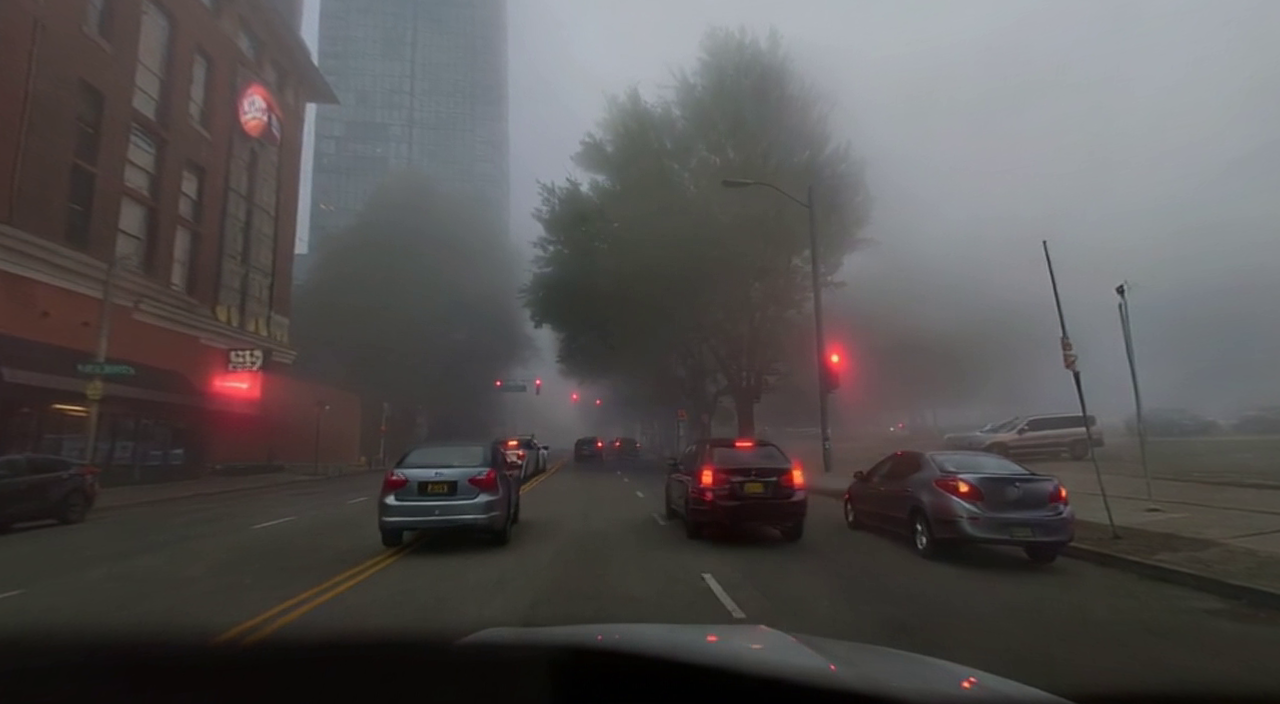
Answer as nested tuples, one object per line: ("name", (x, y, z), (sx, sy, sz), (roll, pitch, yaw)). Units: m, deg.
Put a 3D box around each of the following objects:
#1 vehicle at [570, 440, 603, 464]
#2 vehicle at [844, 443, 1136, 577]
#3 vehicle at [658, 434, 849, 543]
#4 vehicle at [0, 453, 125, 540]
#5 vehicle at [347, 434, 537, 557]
("vehicle", (-3.620, 6.674, 42.263), (2.102, 1.521, 4.078), (1, -8, -5))
("vehicle", (4.815, 2.170, 9.481), (1.986, 1.555, 3.879), (0, -8, -3))
("vehicle", (1.635, 2.206, 10.951), (2.150, 1.464, 4.467), (1, -8, -5))
("vehicle", (-14.055, 3.098, 13.800), (2.000, 1.708, 4.494), (1, -8, -5))
("vehicle", (-2.837, 2.053, 9.915), (2.169, 1.427, 4.531), (2, -9, -12))
